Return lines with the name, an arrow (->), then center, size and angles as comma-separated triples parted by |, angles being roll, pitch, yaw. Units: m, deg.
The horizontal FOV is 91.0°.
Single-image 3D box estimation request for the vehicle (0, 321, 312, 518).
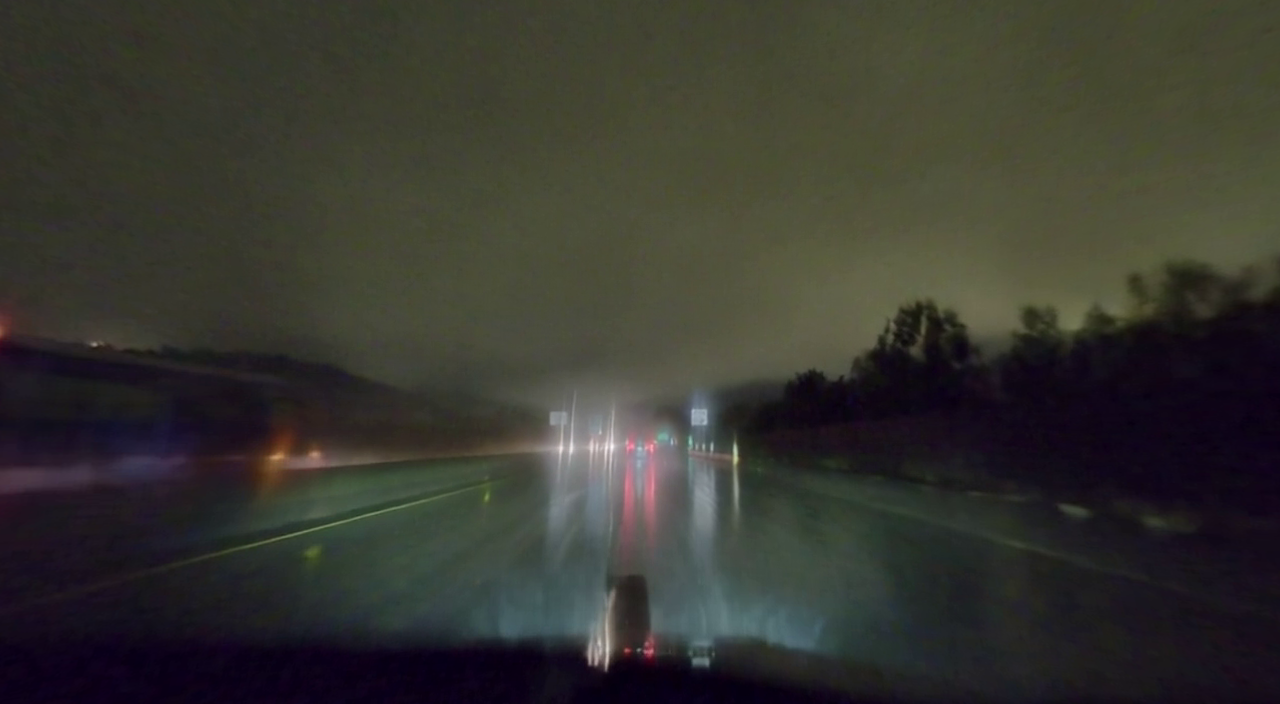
vehicle -> -14.951, 2.185, 18.540 | 2.953, 4.112, 14.059 | 0, -8, 0
